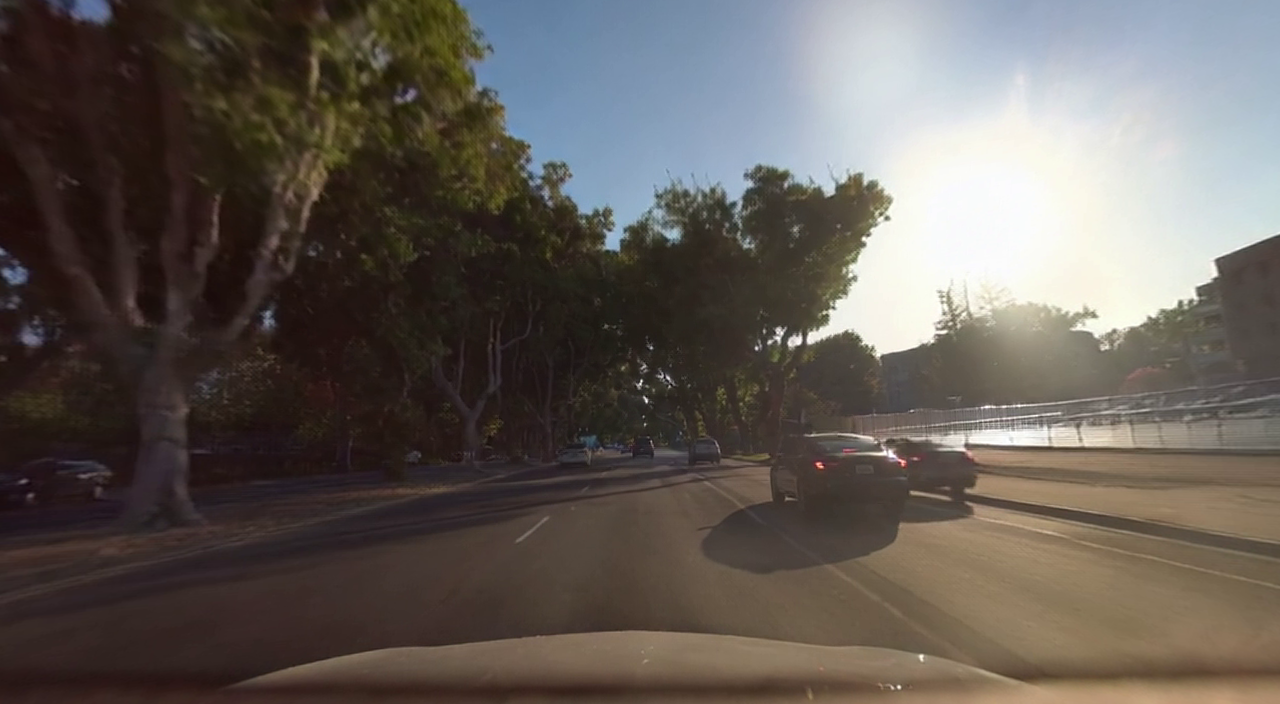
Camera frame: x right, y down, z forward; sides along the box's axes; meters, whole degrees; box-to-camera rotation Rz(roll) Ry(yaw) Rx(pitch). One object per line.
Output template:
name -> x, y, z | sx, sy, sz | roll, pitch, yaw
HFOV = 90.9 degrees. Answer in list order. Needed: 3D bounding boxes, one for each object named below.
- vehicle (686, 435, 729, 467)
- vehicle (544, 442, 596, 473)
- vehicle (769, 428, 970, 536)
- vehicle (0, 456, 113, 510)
vehicle -> 3.825, 5.646, 36.175 | 1.980, 1.709, 4.367 | 0, -8, 0
vehicle -> -3.257, 5.000, 30.127 | 2.013, 1.354, 3.908 | 0, -8, 1
vehicle -> 3.672, 2.139, 11.049 | 1.919, 1.502, 4.232 | 0, -8, 0
vehicle -> -22.521, 4.767, 23.316 | 1.976, 1.697, 4.738 | 0, -8, -1
